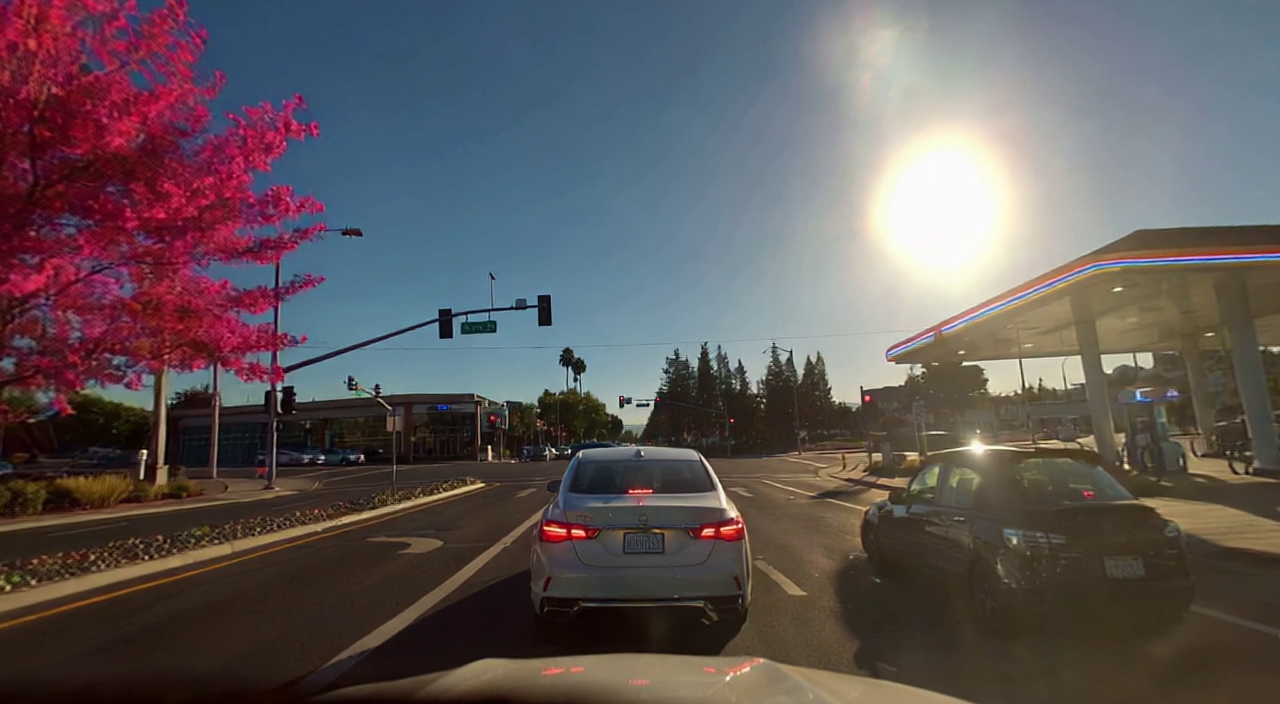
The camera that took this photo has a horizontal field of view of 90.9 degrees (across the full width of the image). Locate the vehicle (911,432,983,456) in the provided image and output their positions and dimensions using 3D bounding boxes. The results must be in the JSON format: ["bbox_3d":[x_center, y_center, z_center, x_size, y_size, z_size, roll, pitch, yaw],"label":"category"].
[{"bbox_3d":[21.059,6.325,43.296,3.975,1.563,1.755,-1,-8,4],"label":"vehicle"}]

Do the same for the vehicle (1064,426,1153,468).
[{"bbox_3d":[18.564,3.752,24.899,4.091,1.495,2.053,8,-12,-44],"label":"vehicle"}]

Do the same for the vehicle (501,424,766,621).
[{"bbox_3d":[-0.047,1.600,6.897,2.010,1.482,4.057,0,-8,0],"label":"vehicle"}]
